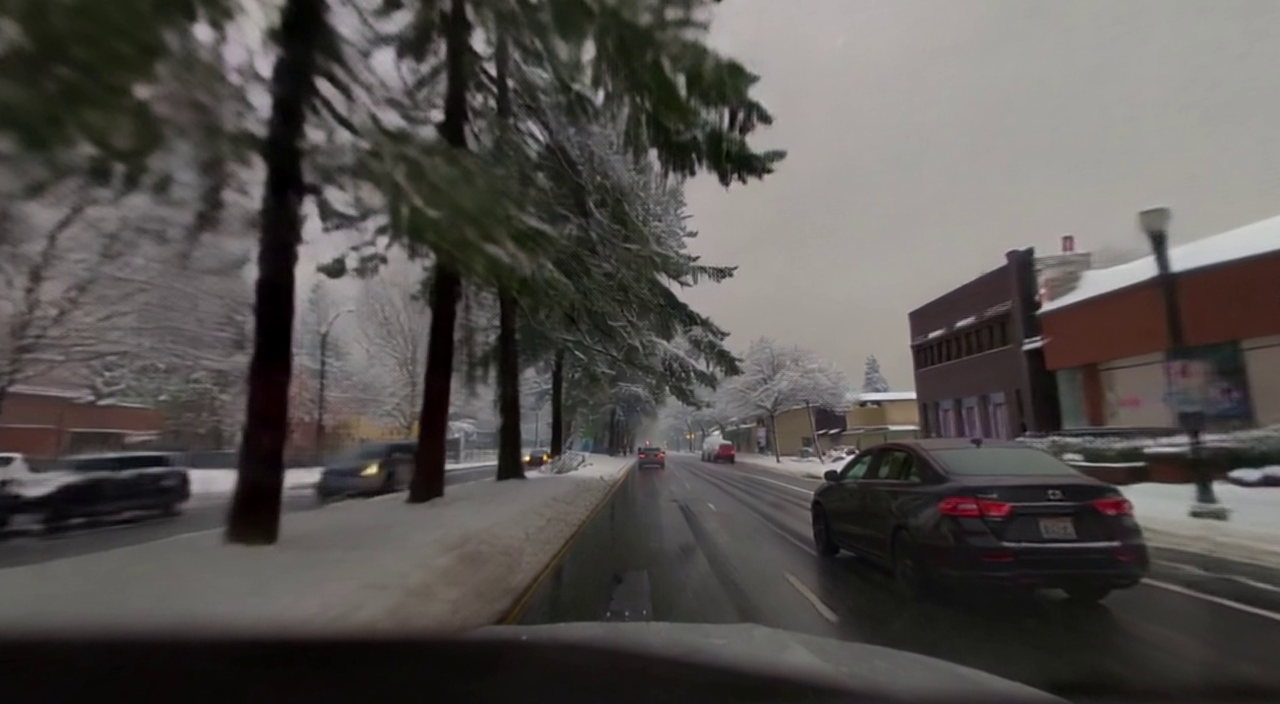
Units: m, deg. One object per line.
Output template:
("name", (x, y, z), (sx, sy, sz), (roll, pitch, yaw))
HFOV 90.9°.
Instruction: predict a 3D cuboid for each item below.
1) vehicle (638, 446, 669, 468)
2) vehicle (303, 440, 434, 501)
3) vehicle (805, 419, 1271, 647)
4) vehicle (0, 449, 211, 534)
("vehicle", (0.859, 6.857, 41.433), (1.945, 1.343, 3.827), (0, -8, 0))
("vehicle", (-8.208, 3.585, 19.602), (2.013, 1.637, 4.479), (-1, -8, 1))
("vehicle", (3.204, 1.514, 6.306), (1.989, 1.498, 4.050), (0, -8, 0))
("vehicle", (-12.022, 3.015, 14.149), (1.869, 1.529, 4.355), (-2, -9, -3))
